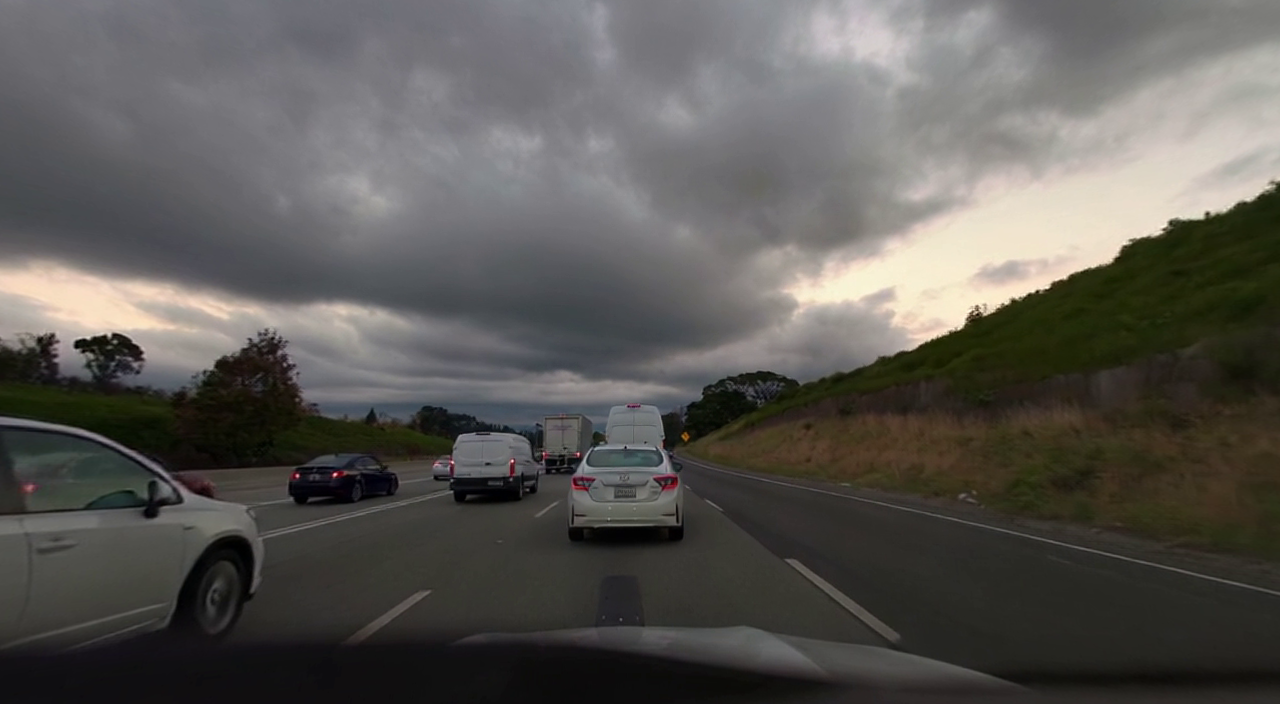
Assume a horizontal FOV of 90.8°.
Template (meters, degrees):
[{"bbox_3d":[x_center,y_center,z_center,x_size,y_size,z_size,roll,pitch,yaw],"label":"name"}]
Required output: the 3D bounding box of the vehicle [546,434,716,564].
[{"bbox_3d":[-0.135,2.007,9.202,1.995,1.495,3.380,0,-9,-1],"label":"vehicle"}]

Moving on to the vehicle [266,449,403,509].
[{"bbox_3d":[-8.394,3.487,17.772,1.826,1.465,3.916,-1,-9,1],"label":"vehicle"}]

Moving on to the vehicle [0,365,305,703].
[{"bbox_3d":[-3.615,0.903,2.601,2.029,1.656,4.437,0,-9,0],"label":"vehicle"}]

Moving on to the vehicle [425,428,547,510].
[{"bbox_3d":[-3.997,3.134,17.300,2.055,1.913,4.584,-1,-9,2],"label":"vehicle"}]
